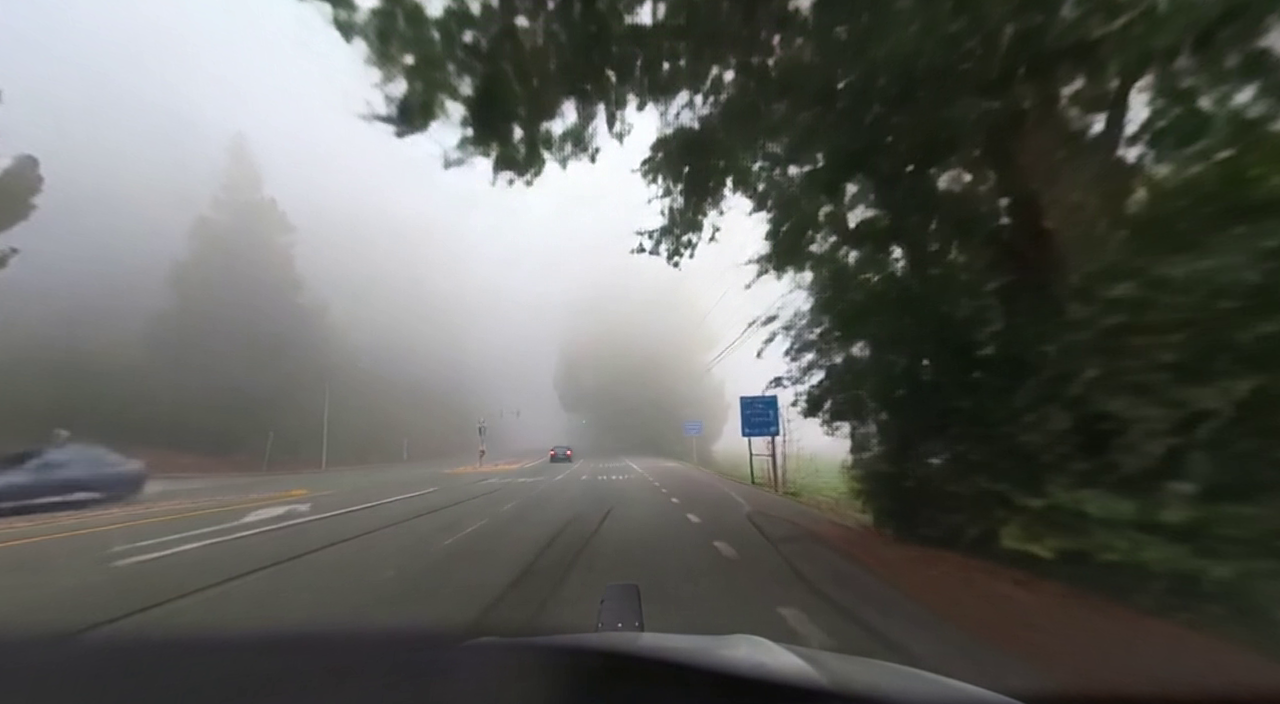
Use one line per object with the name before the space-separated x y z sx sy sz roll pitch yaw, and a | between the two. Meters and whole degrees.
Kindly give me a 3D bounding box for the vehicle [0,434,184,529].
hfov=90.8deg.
vehicle | -13.786 2.914 14.802 2.277 1.857 5.330 0 -9 -1
